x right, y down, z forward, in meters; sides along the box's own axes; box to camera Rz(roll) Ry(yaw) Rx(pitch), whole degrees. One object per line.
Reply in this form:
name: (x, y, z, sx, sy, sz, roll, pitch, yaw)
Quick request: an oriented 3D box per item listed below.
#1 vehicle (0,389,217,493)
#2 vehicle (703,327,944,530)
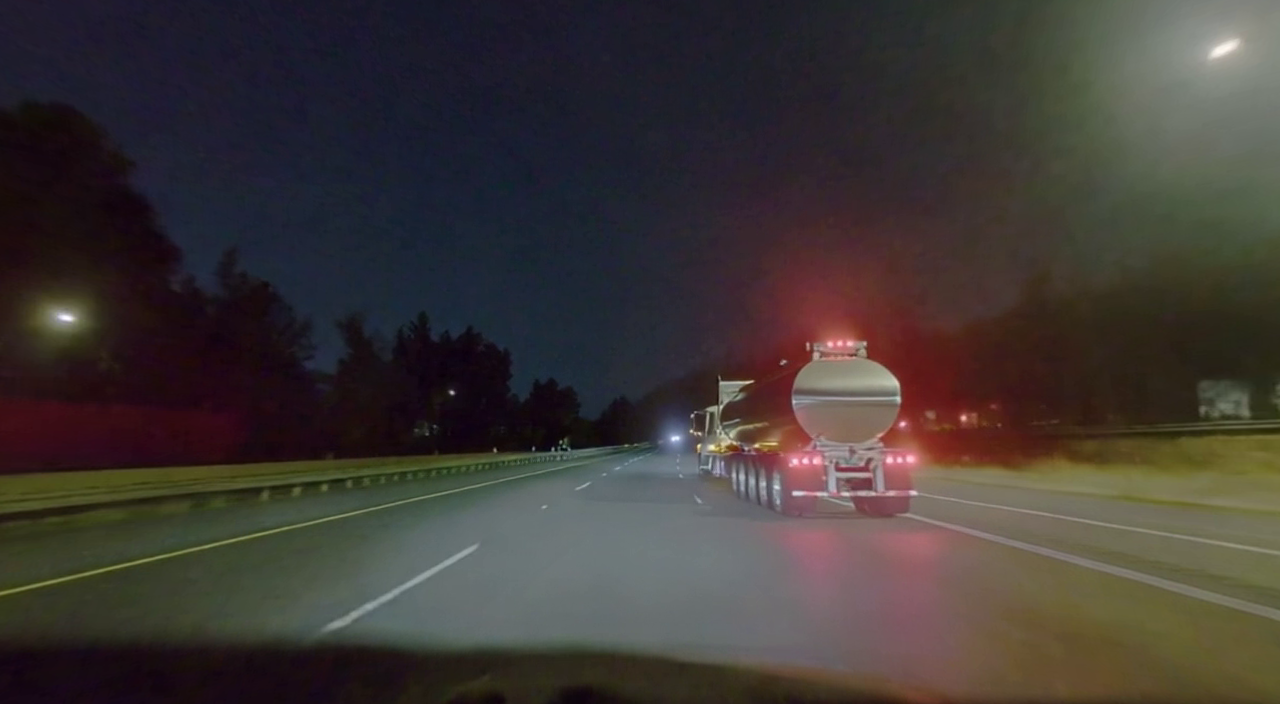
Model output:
vehicle: (-24.646, 4.185, 29.530, 2.789, 4.030, 9.306, -1, -8, 3)
vehicle: (3.968, 2.397, 18.455, 2.880, 3.624, 14.397, 0, -8, 1)
